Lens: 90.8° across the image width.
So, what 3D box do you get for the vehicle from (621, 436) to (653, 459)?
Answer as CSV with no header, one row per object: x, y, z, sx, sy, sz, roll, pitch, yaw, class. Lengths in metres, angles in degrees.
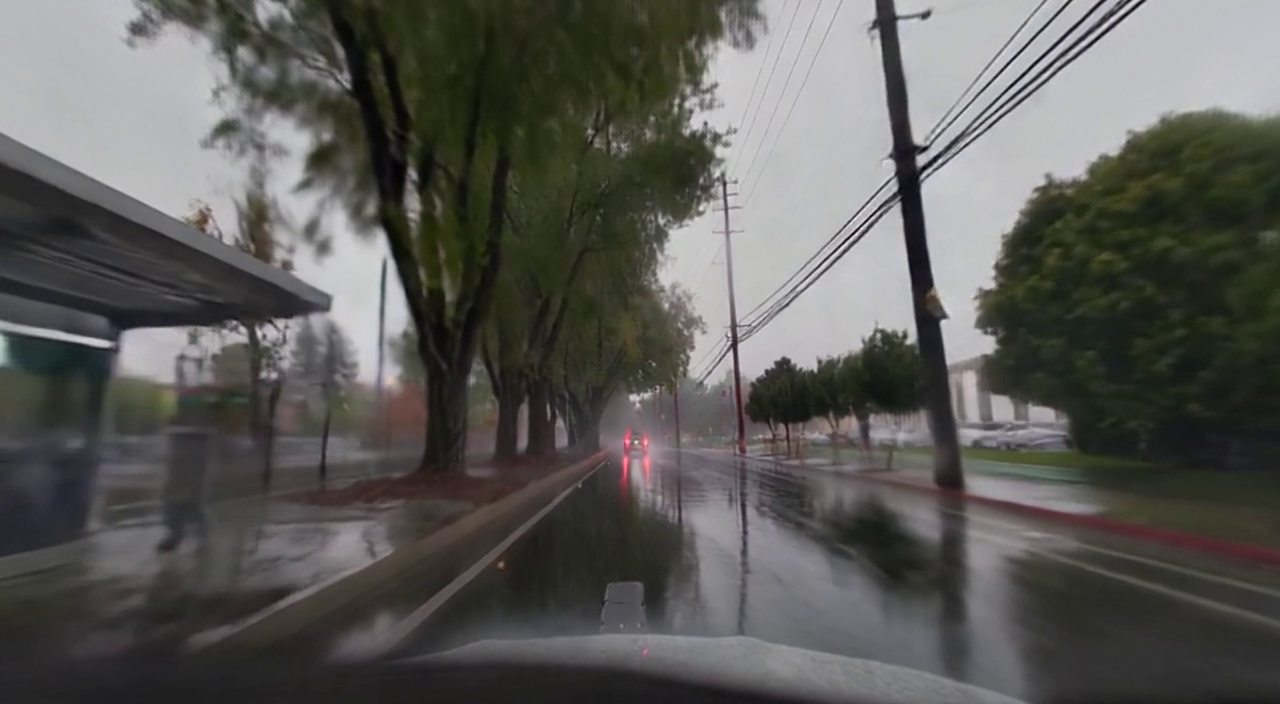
-0.234,6.482,42.981,2.109,1.501,4.042,0,-8,-1,vehicle
